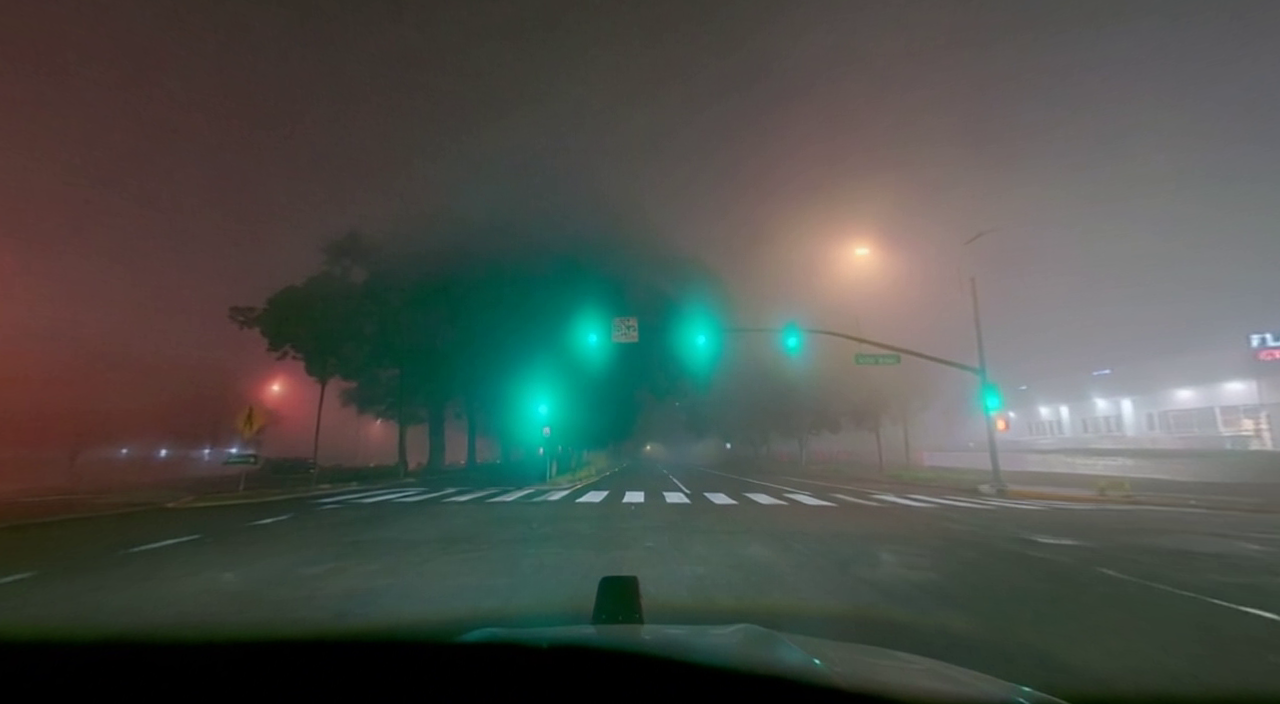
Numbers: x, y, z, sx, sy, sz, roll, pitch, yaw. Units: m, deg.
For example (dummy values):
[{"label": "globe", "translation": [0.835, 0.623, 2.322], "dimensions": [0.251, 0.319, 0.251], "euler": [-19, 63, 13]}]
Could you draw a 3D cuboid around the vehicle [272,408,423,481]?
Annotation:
[{"label": "vehicle", "translation": [-17.784, 5.962, 40.240], "dimensions": [2.953, 3.772, 14.243], "euler": [0, -9, -1]}]
